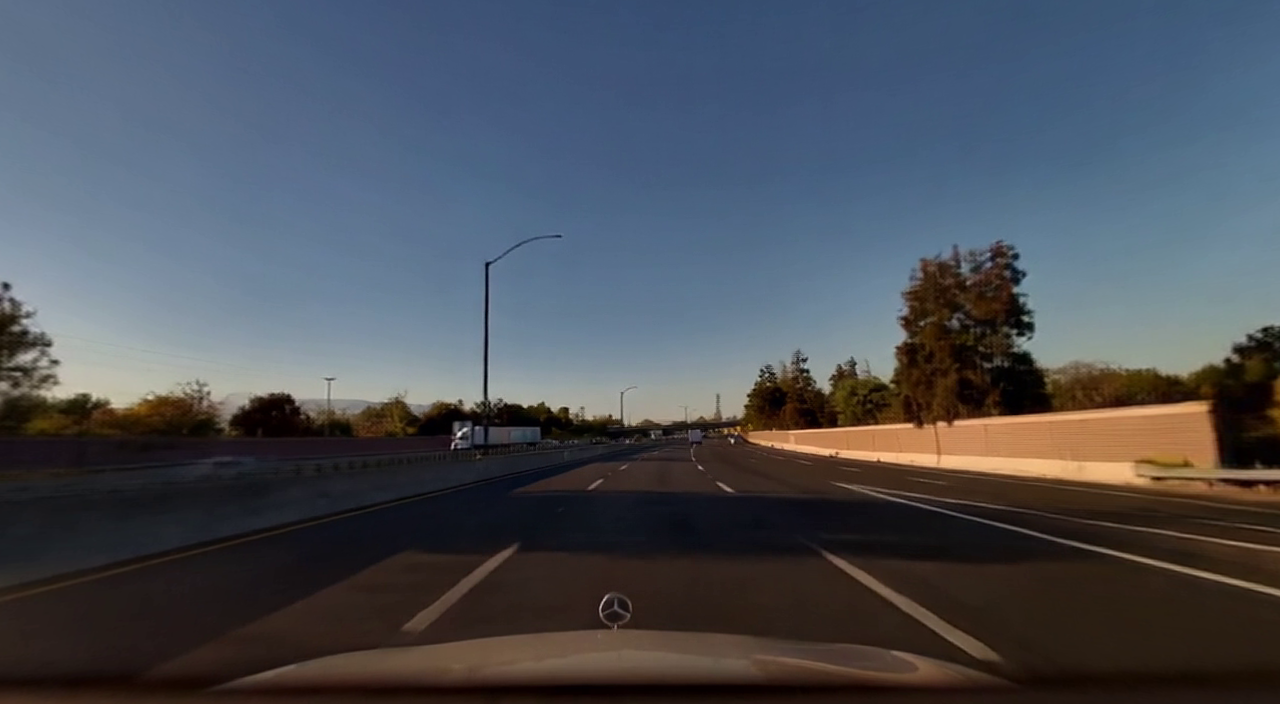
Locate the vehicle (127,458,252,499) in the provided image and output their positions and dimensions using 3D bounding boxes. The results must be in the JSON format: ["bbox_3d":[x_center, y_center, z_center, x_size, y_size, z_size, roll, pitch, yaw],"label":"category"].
[{"bbox_3d":[-15.787,4.428,22.318,1.651,1.224,3.682,-1,-8,1],"label":"vehicle"}]
